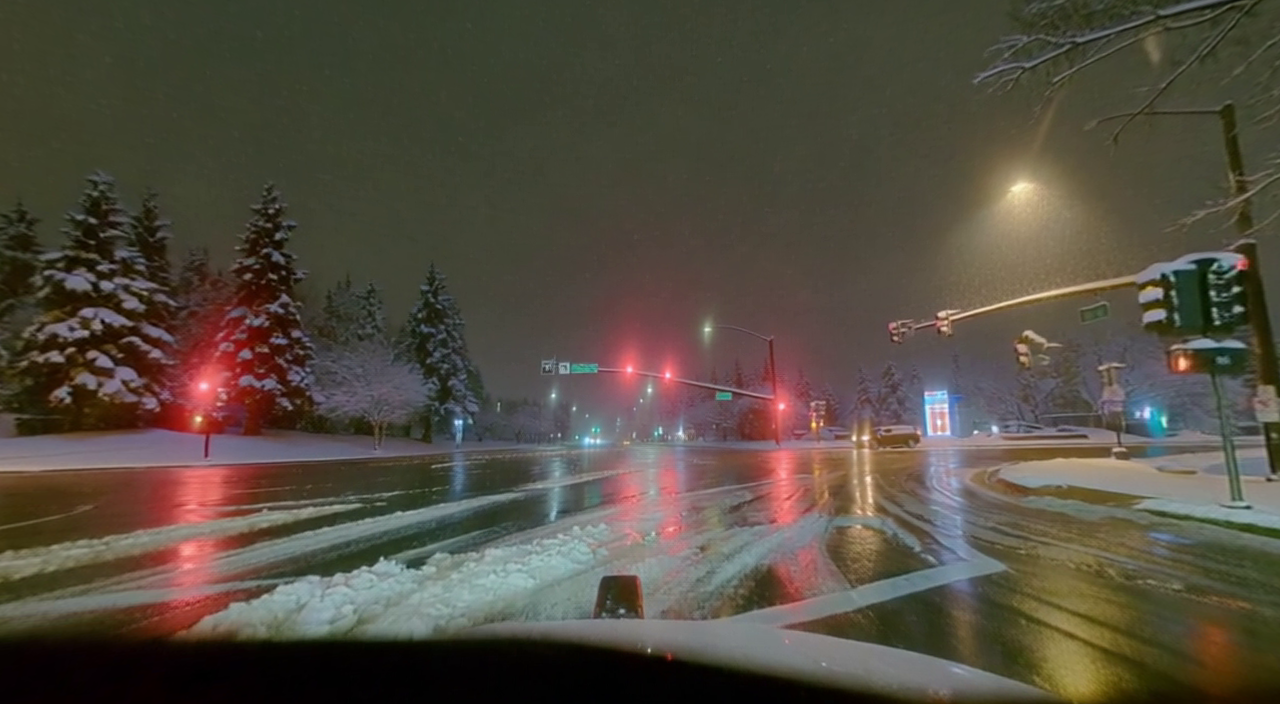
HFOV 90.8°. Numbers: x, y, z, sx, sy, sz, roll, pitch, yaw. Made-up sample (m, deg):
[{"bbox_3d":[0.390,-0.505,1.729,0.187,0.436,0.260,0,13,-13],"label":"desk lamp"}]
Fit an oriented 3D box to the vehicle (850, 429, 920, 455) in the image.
[{"bbox_3d":[17.651,6.506,45.517,4.600,1.783,1.970,4,-10,-26],"label":"vehicle"}]
